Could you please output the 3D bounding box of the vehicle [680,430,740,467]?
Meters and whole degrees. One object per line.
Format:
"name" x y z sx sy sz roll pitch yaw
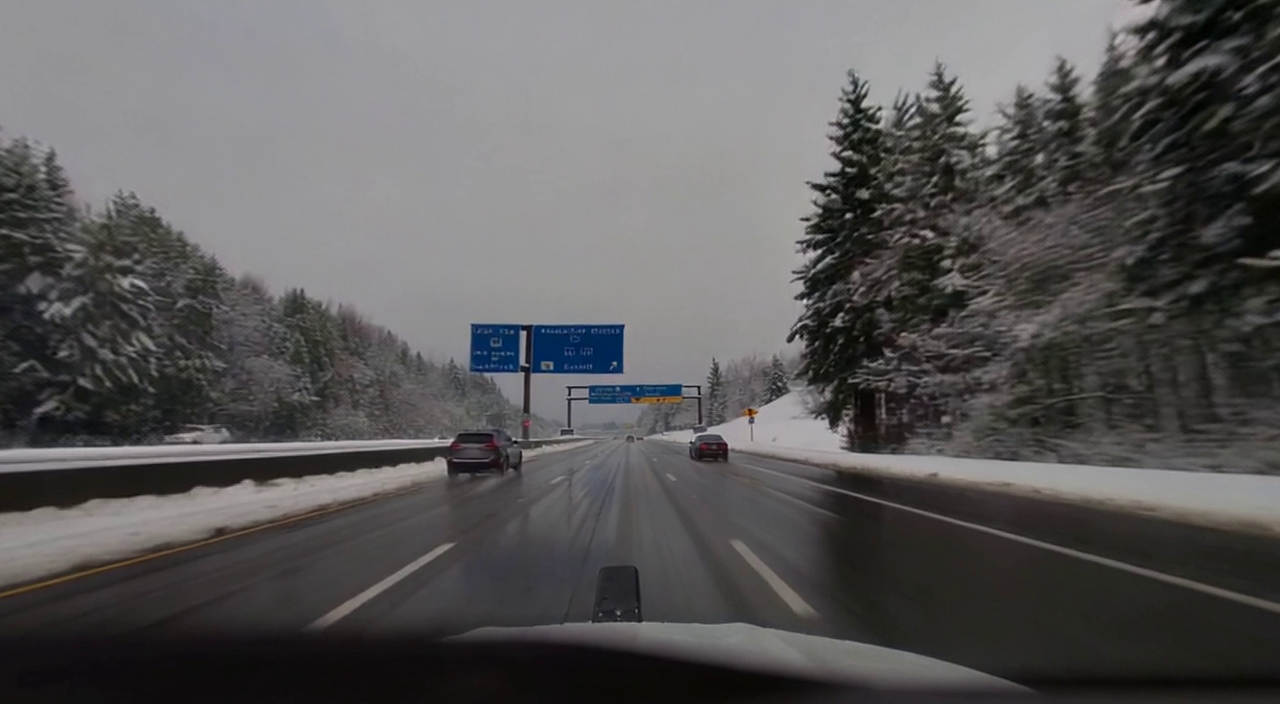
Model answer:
"vehicle" 3.061 4.314 28.424 2.077 1.523 4.539 0 -7 -2

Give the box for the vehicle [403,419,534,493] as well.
"vehicle" -4.208 2.611 16.228 2.219 1.660 4.153 0 -7 -1
